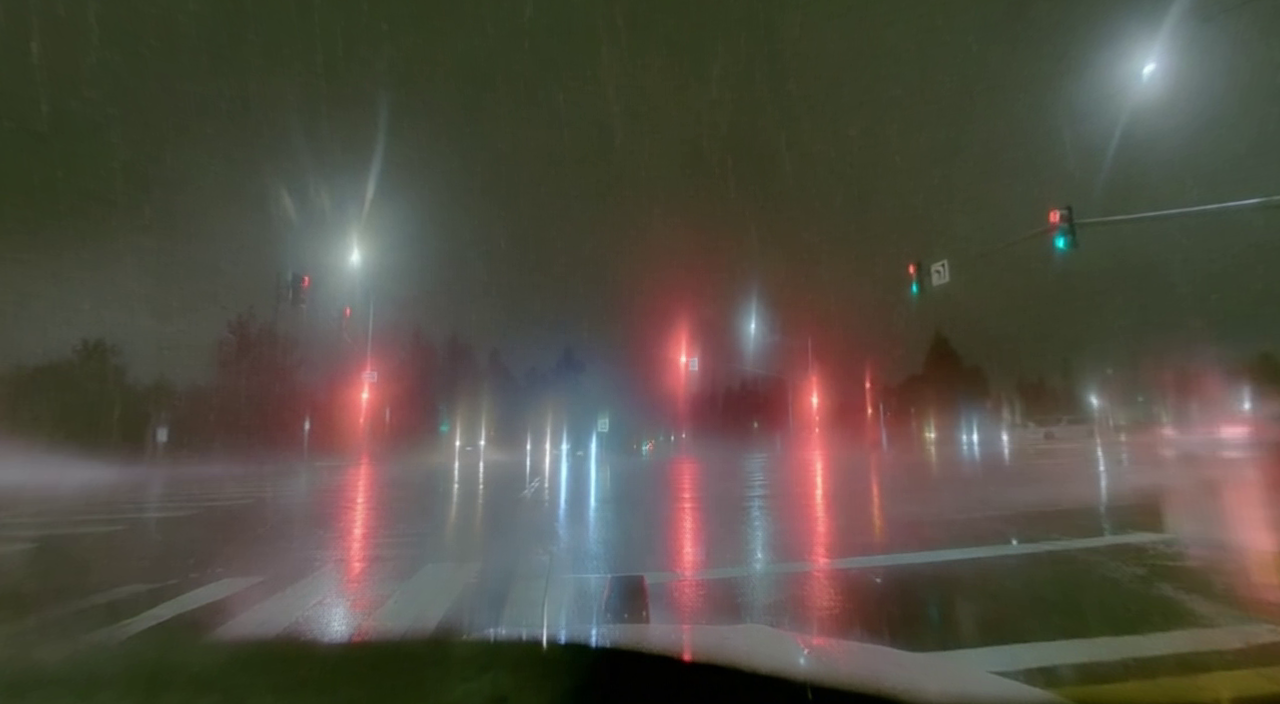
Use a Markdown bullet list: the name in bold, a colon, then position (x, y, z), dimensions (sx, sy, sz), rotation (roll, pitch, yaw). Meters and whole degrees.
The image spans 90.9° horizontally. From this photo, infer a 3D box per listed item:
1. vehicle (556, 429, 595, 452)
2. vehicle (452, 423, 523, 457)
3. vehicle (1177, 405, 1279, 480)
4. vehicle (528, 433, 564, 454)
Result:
- **vehicle**: position (-4.421, 6.175, 43.776), dimensions (1.919, 1.467, 4.086), rotation (-1, -9, 5)
- **vehicle**: position (-8.996, 5.272, 37.713), dimensions (2.000, 1.864, 5.044), rotation (-2, -9, 13)
- **vehicle**: position (16.141, 2.137, 14.915), dimensions (5.300, 1.584, 2.142), rotation (1, -9, -9)
- **vehicle**: position (-7.303, 7.164, 49.269), dimensions (2.054, 1.536, 3.927), rotation (0, -9, 3)
